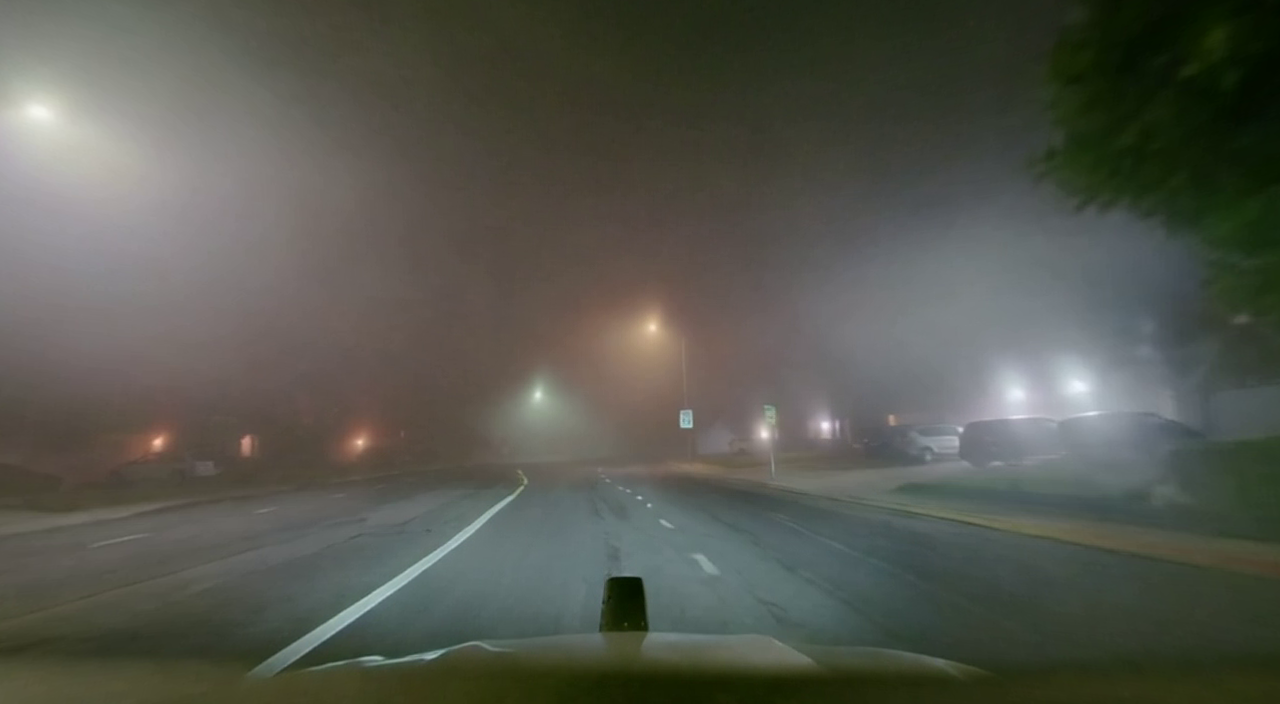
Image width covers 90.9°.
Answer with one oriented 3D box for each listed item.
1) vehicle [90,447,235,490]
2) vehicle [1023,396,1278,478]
[{"bbox_3d":[-22.664,5.530,30.160,4.879,1.854,2.265,1,-9,-11],"label":"vehicle"},{"bbox_3d":[13.638,2.364,17.235,4.693,1.764,2.265,-5,-10,10],"label":"vehicle"}]
